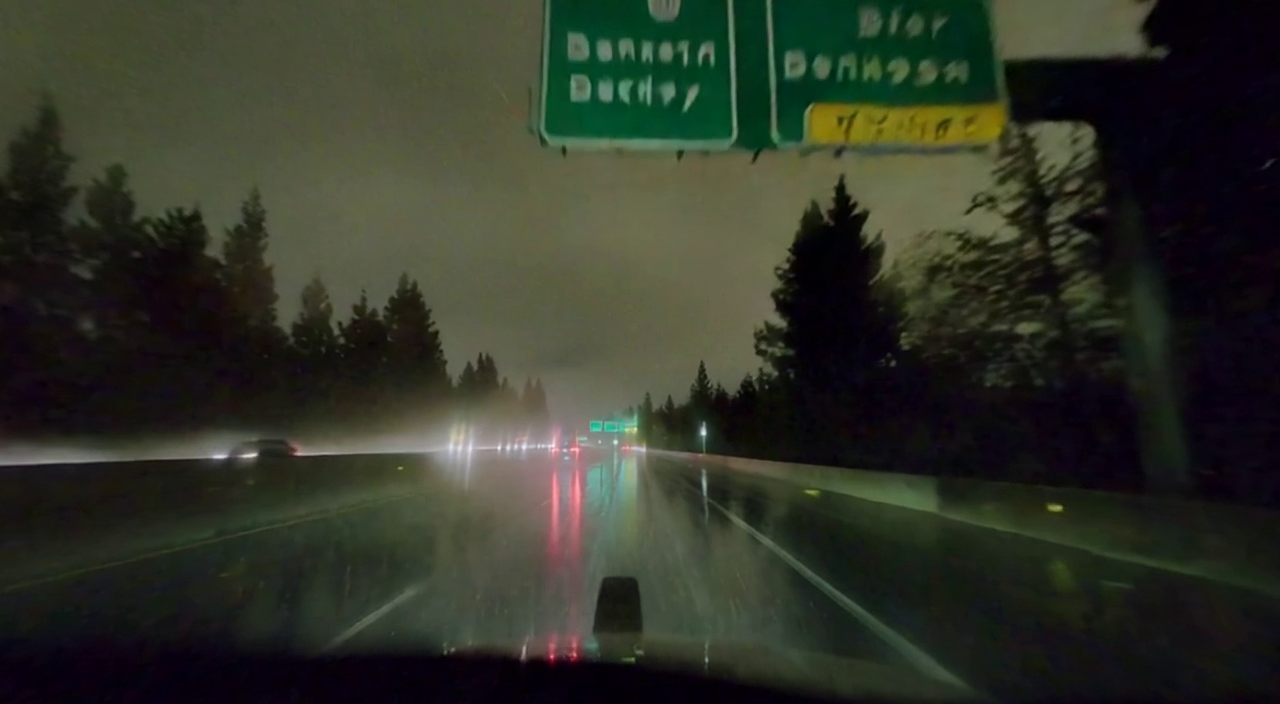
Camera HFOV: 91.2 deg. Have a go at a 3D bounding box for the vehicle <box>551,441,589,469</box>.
[{"bbox_3d":[-4.512,6.723,41.064,2.098,1.692,4.038,0,-9,-1],"label":"vehicle"}]

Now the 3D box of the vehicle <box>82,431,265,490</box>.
[{"bbox_3d":[-12.967,3.057,17.854,1.962,1.459,4.239,0,-9,-1],"label":"vehicle"}]

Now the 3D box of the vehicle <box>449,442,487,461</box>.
[{"bbox_3d":[-13.580,7.883,49.674,1.906,1.474,4.062,0,-9,0],"label":"vehicle"}]
